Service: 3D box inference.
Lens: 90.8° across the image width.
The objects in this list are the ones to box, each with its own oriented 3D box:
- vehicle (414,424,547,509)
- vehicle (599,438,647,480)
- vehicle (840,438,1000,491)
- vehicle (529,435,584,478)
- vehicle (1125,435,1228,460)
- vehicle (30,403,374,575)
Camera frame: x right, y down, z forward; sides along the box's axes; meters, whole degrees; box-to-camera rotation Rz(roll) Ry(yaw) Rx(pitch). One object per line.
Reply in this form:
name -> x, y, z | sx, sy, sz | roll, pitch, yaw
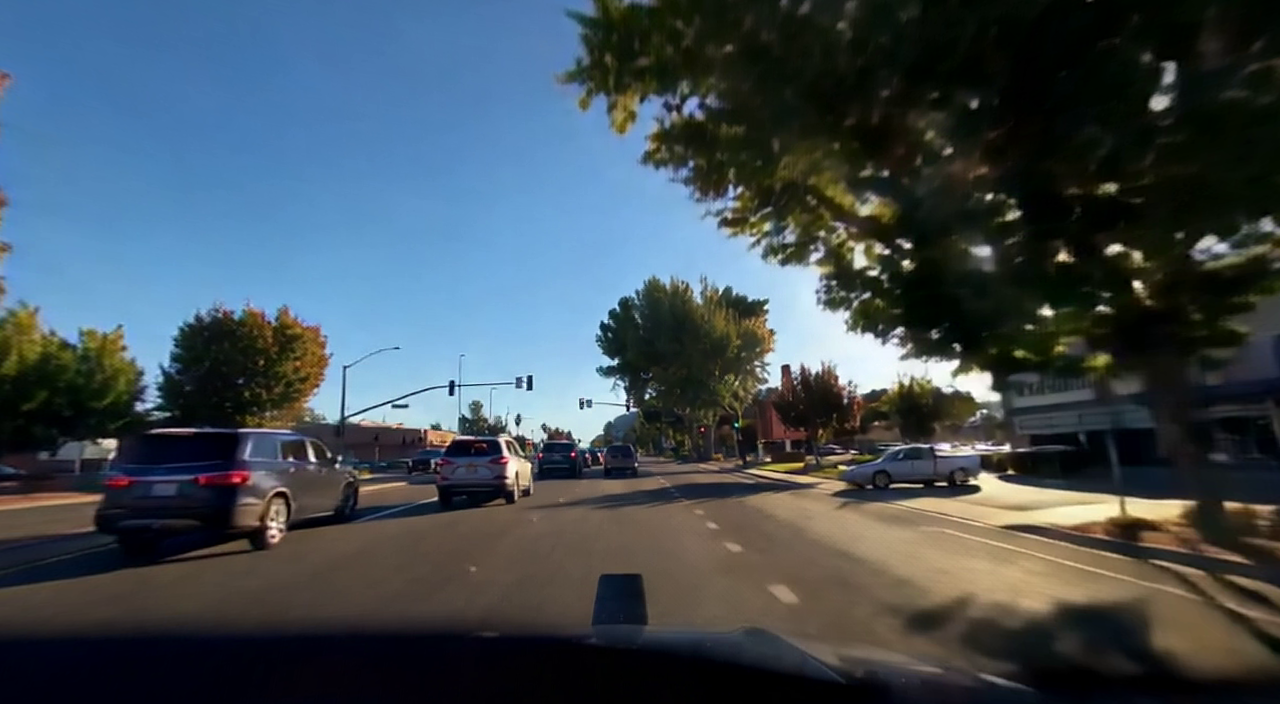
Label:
vehicle -> -3.964, 2.948, 16.738 | 2.159, 1.877, 4.925 | 0, -9, 1
vehicle -> -0.783, 4.984, 29.652 | 2.061, 1.809, 4.141 | 0, -9, -1
vehicle -> 9.780, 3.908, 22.229 | 4.734, 1.726, 2.039 | 1, -9, -11
vehicle -> -4.232, 5.406, 32.933 | 2.252, 1.999, 5.605 | 0, -8, -1
vehicle -> 32.215, 5.750, 38.044 | 4.438, 1.423, 1.897 | 0, -9, -1
vehicle -> -5.682, 1.813, 9.194 | 2.093, 1.803, 4.668 | 1, -9, -7
